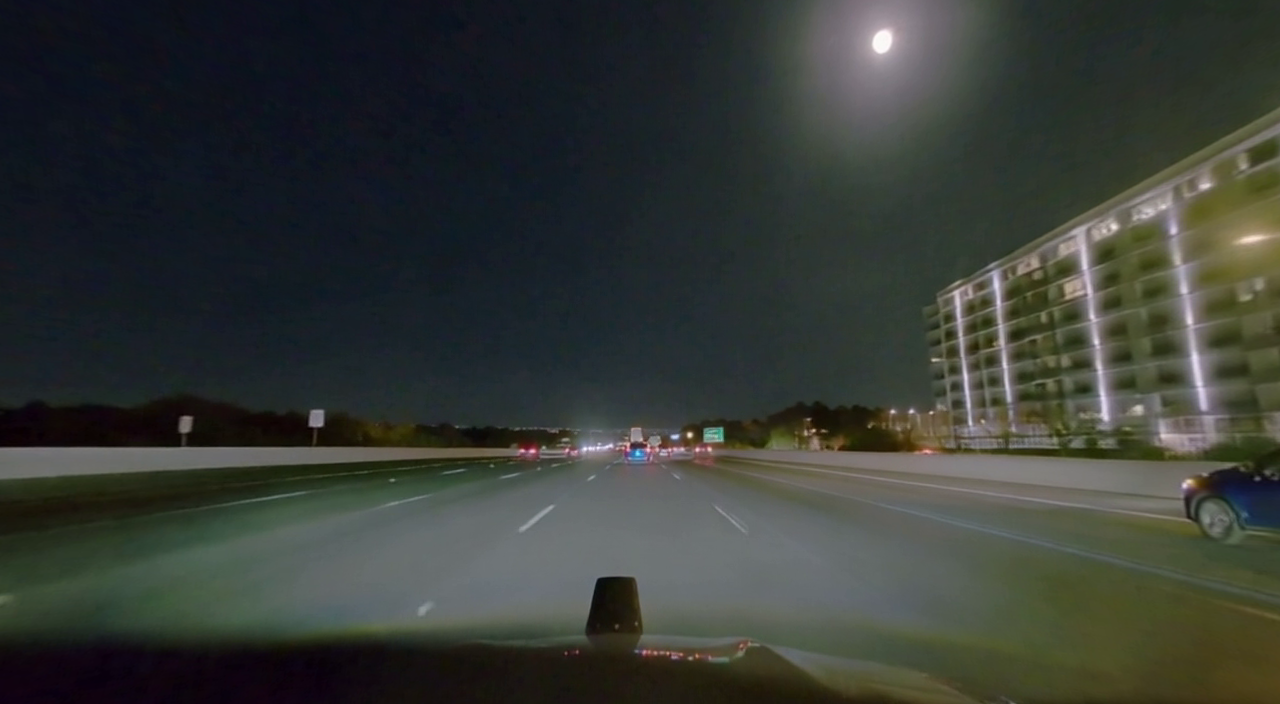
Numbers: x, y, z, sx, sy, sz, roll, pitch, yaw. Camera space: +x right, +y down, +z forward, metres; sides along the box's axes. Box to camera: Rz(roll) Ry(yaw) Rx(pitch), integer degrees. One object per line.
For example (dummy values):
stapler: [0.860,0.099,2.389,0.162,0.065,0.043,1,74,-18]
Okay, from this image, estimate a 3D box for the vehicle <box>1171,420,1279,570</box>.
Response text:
vehicle: [7.421,1.273,5.181,1.937,1.498,4.710,0,-8,-1]

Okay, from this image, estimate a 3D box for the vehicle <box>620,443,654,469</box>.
vehicle: [-0.195,6.459,39.315,2.036,1.542,3.891,0,-8,0]
